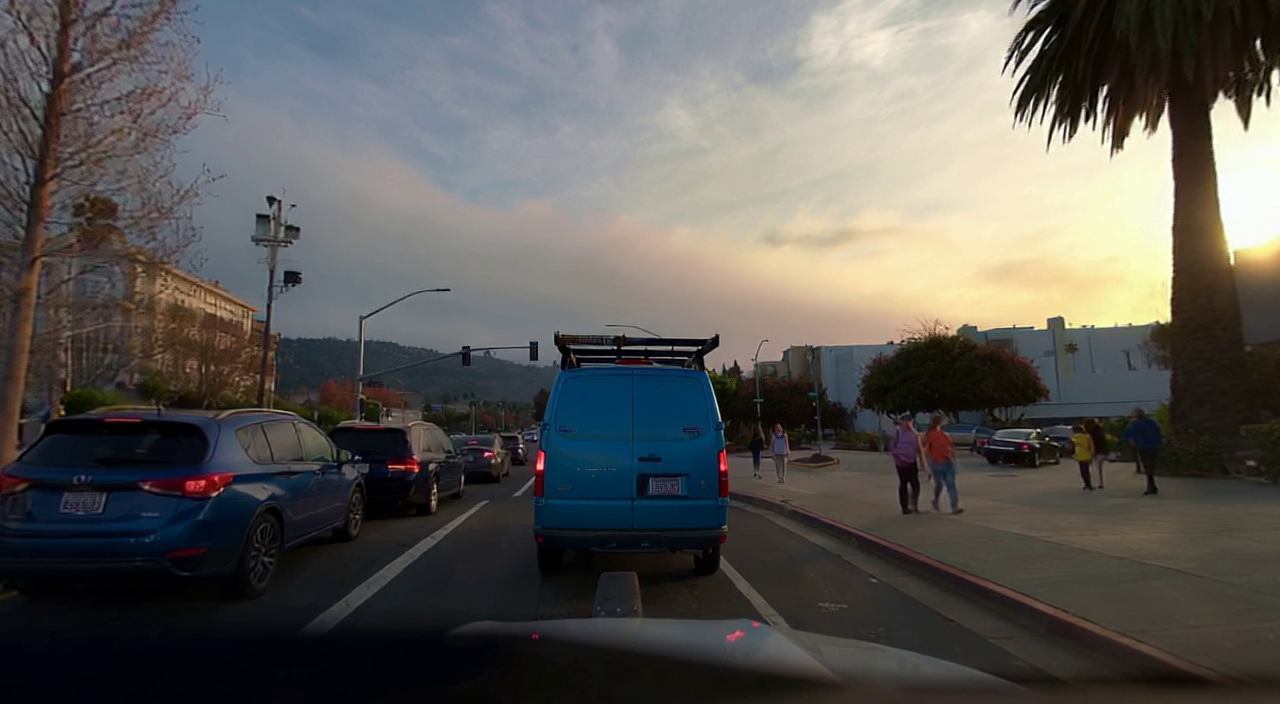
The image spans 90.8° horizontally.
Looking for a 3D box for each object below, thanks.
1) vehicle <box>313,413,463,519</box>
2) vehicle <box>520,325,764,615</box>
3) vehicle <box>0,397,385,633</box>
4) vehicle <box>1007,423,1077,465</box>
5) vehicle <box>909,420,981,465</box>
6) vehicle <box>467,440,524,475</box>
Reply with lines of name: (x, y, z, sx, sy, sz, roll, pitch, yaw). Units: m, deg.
vehicle: (-5.215, 2.414, 13.887, 2.089, 1.854, 5.022, 2, -9, -11)
vehicle: (-0.205, 1.221, 7.159, 1.902, 2.238, 4.263, 1, -9, -6)
vehicle: (-4.402, 1.470, 6.668, 1.986, 1.643, 4.315, 1, -9, -6)
vehicle: (15.780, 3.619, 24.720, 2.048, 1.475, 3.972, -6, -10, 34)
vehicle: (12.644, 3.760, 26.050, 2.046, 1.675, 3.924, -6, -10, 33)
vehicle: (-6.847, 4.887, 29.565, 1.818, 1.479, 4.428, 4, -9, -22)
